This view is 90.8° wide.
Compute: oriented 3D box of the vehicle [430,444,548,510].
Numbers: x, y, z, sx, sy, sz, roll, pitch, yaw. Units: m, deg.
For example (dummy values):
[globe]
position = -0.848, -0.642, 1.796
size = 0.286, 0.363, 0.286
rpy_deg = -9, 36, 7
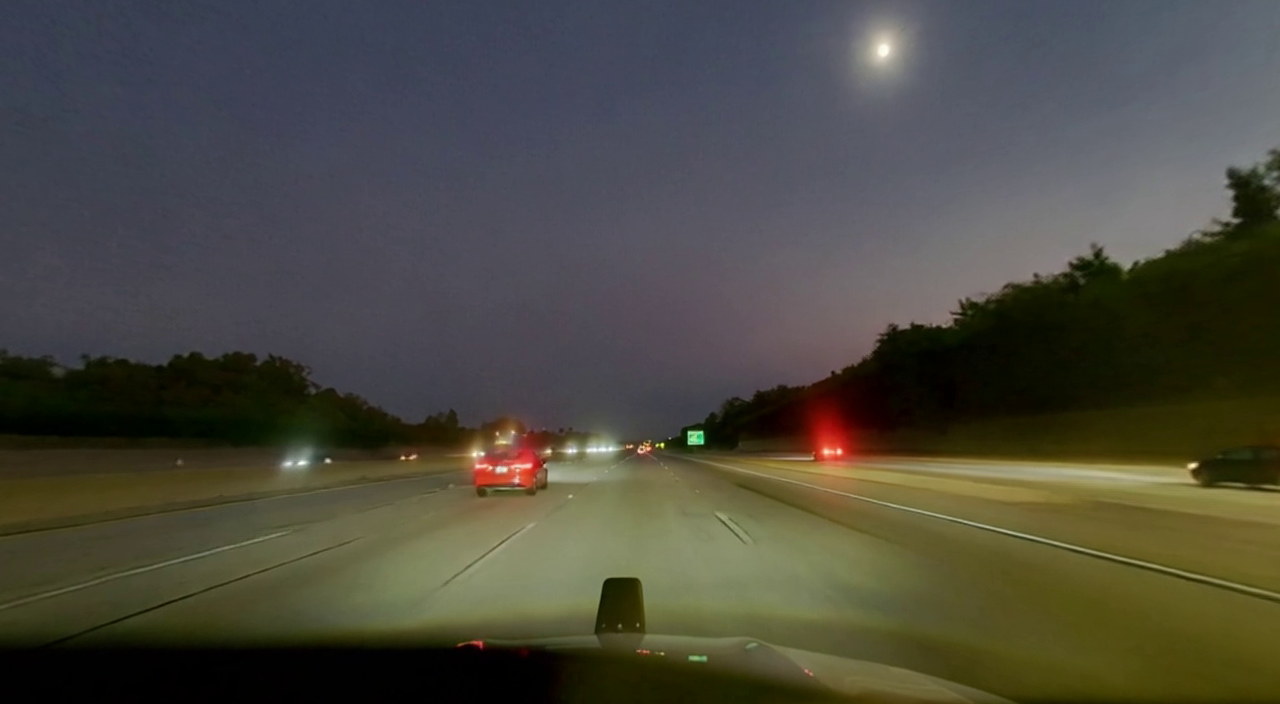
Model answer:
[vehicle]
position = -3.687, 3.127, 16.299
size = 1.873, 1.438, 4.546
rpy_deg = -1, -9, 1
